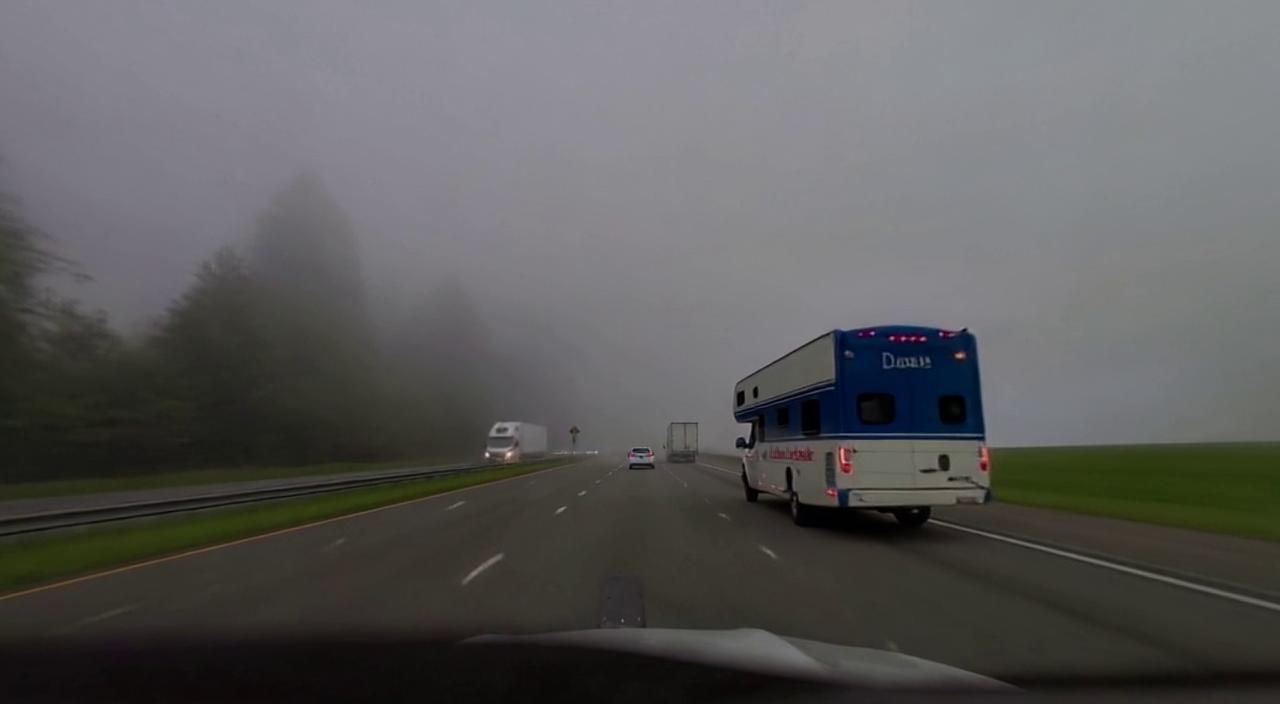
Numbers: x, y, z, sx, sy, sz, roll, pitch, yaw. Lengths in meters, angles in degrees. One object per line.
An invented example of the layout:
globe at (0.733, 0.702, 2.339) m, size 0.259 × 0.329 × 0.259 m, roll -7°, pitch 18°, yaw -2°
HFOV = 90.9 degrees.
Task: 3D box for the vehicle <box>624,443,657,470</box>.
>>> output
vehicle at (0.016, 7.037, 42.573) m, size 2.151 × 1.678 × 3.923 m, roll 0°, pitch -9°, yaw -1°

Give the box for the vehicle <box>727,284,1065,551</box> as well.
vehicle at (3.937, 1.488, 12.713) m, size 2.931 × 3.530 × 8.760 m, roll 0°, pitch -9°, yaw -1°
